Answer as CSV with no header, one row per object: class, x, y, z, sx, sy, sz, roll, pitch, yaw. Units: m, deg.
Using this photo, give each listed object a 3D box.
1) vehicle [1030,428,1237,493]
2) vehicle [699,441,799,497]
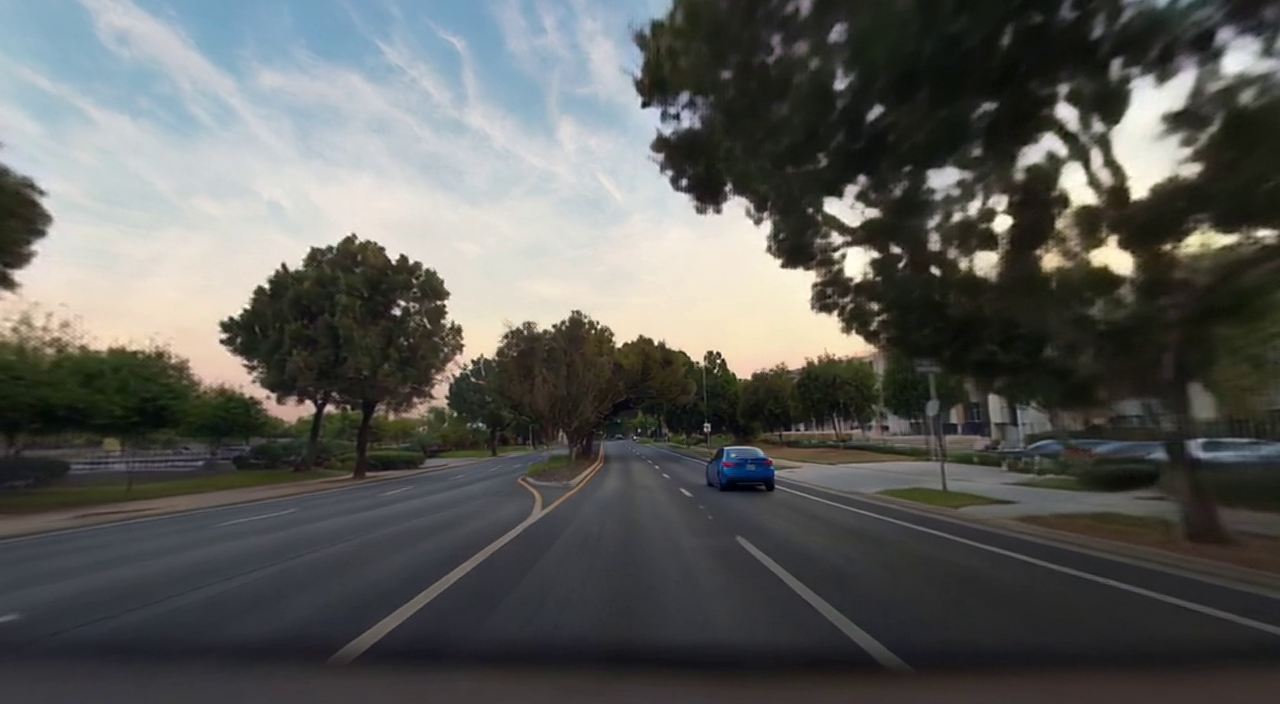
vehicle,19.913,4.446,25.730,6.229,1.865,2.595,-4,-15,-6
vehicle,3.193,3.546,19.580,2.114,1.493,4.430,0,-9,-3
